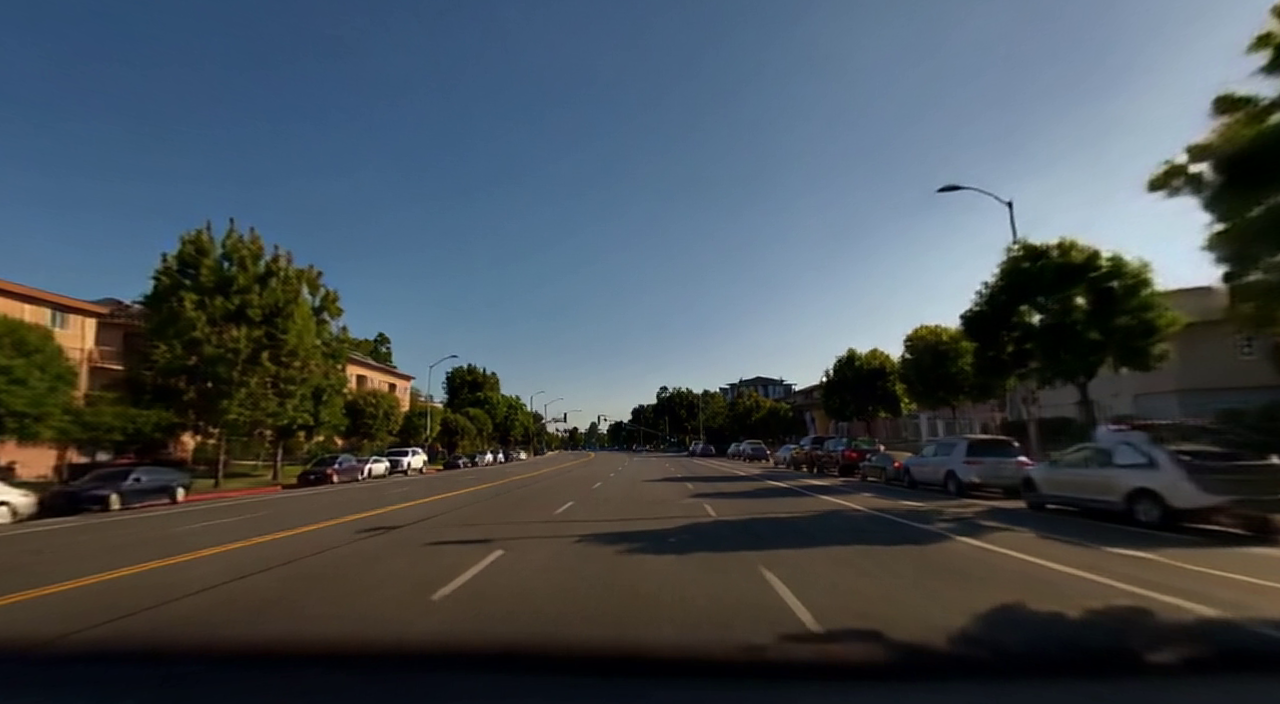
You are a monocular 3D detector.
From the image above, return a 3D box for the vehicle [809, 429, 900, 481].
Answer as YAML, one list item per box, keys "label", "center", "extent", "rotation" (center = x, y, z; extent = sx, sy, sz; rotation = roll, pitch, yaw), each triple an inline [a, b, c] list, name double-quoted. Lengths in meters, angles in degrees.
- label: "vehicle"
  center: [9.827, 4.812, 29.518]
  extent: [2.115, 2.151, 5.826]
  rotation: [0, -9, -1]

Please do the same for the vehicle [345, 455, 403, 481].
- label: "vehicle"
  center: [-16.685, 7.297, 39.783]
  extent: [1.740, 1.442, 4.678]
  rotation: [-1, -9, -1]

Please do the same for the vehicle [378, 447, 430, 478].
- label: "vehicle"
  center: [-16.698, 7.810, 44.897]
  extent: [2.046, 1.945, 4.688]
  rotation: [-1, -7, -2]

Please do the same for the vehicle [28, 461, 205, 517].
- label: "vehicle"
  center: [-16.947, 4.415, 20.801]
  extent: [1.868, 1.470, 4.652]
  rotation: [-1, -9, 0]

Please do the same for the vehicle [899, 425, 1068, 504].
- label: "vehicle"
  center: [9.756, 3.238, 18.541]
  extent: [2.088, 1.973, 5.003]
  rotation: [0, -9, -1]

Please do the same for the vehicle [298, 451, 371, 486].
- label: "vehicle"
  center: [-16.838, 6.408, 34.990]
  extent: [1.913, 1.744, 4.478]
  rotation: [-1, -9, -2]

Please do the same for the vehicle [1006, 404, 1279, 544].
- label: "vehicle"
  center: [9.659, 2.218, 12.104]
  extent: [2.169, 2.043, 5.484]
  rotation: [-1, -9, 3]
